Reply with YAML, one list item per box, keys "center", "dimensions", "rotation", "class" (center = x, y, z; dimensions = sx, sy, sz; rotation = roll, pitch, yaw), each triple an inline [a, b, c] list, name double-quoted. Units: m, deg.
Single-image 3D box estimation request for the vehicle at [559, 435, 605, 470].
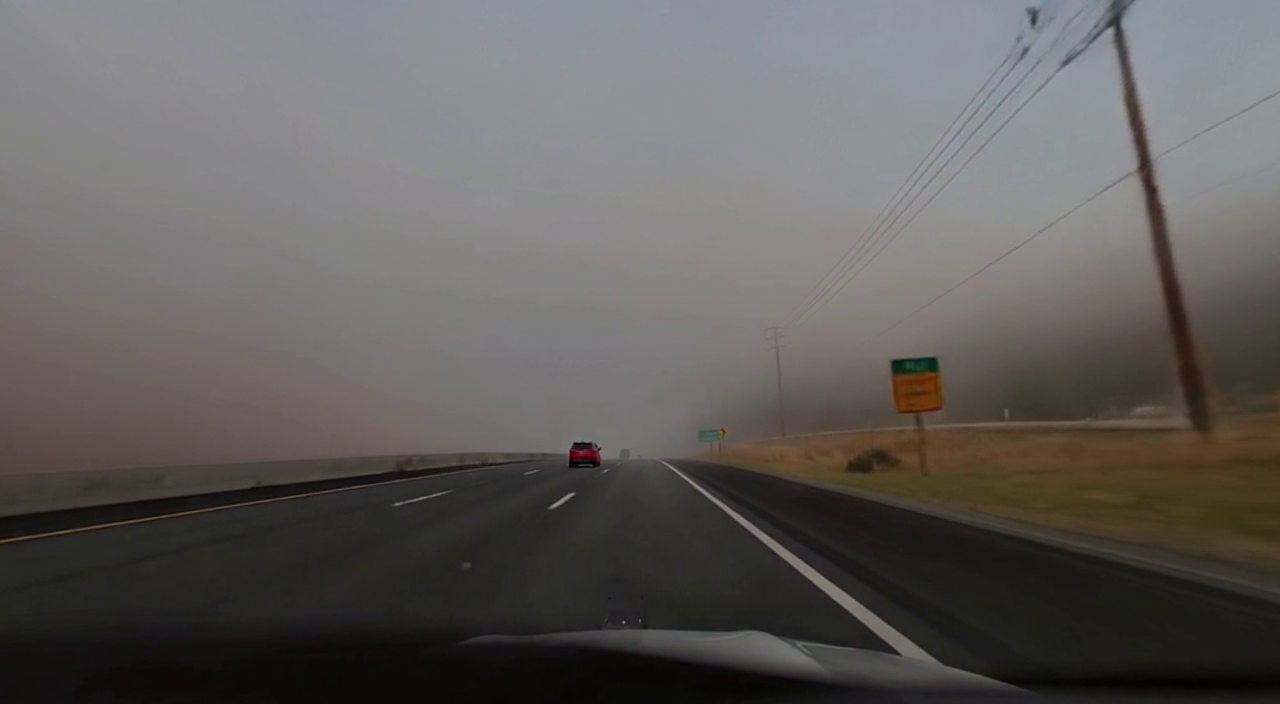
- center: [-3.202, 5.695, 35.876]
  dimensions: [2.136, 1.845, 4.515]
  rotation: [0, -8, 1]
  class: "vehicle"
